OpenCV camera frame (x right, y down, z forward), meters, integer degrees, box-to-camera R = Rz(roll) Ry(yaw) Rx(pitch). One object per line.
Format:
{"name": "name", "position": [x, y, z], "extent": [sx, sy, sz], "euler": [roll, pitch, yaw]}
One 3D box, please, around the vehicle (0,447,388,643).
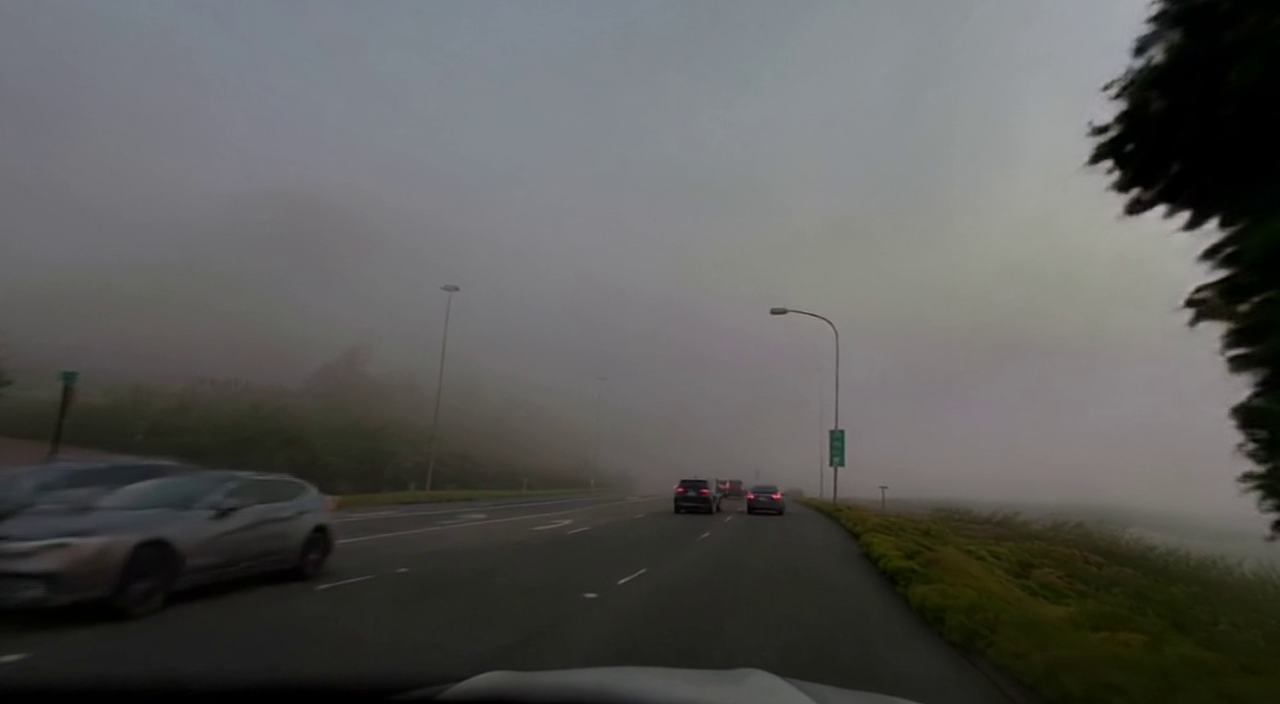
{"name": "vehicle", "position": [-5.432, 1.952, 7.403], "extent": [2.107, 1.502, 4.705], "euler": [-1, -11, 15]}

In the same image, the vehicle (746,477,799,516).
{"name": "vehicle", "position": [5.941, 6.412, 28.219], "extent": [2.129, 1.471, 4.258], "euler": [-1, -11, 12]}

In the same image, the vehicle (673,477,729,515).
{"name": "vehicle", "position": [2.899, 6.527, 28.931], "extent": [2.030, 1.441, 4.806], "euler": [-1, -11, 12]}
